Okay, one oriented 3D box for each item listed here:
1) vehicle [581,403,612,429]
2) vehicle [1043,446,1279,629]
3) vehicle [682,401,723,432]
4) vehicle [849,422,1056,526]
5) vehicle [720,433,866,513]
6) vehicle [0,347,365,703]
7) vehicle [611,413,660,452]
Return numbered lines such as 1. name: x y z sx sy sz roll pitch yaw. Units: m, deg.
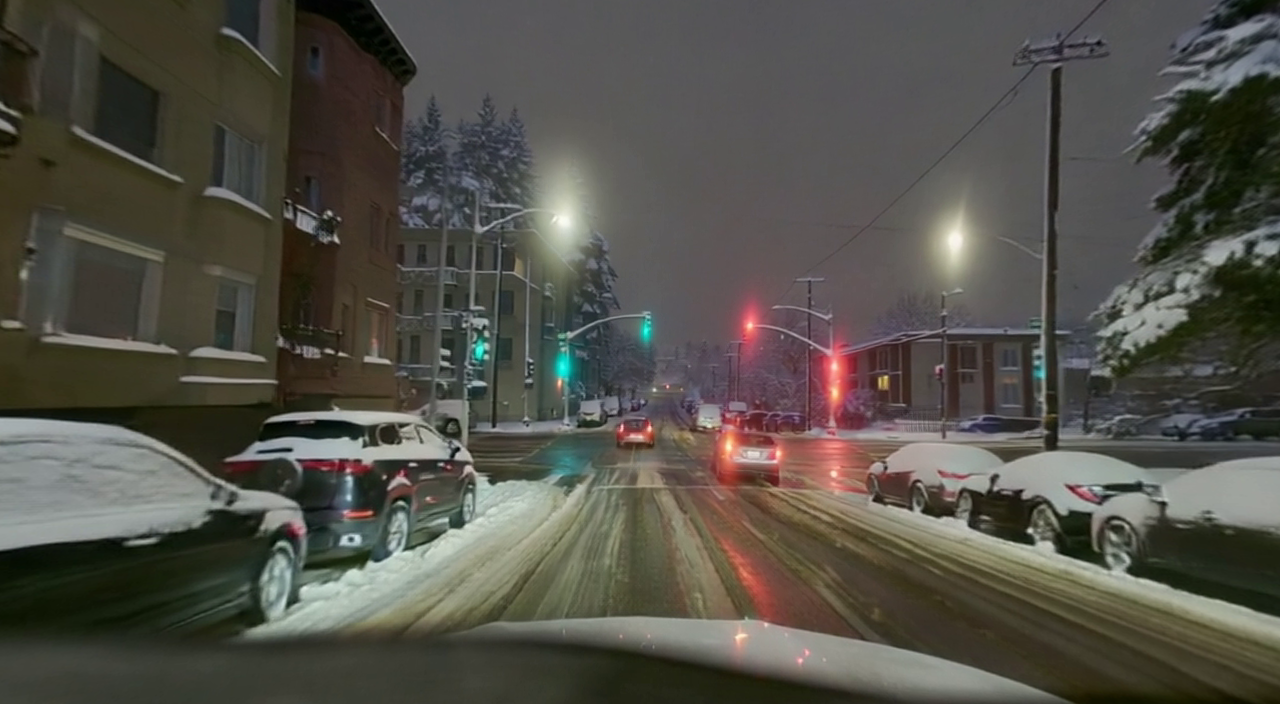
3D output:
1. vehicle: -2.828 4.267 41.485 1.878 1.521 3.697 0 -8 -1
2. vehicle: 6.112 1.588 5.735 1.962 1.438 4.440 0 -8 0
3. vehicle: 3.740 3.980 38.407 2.093 1.655 4.327 0 -8 1
4. vehicle: 6.098 2.419 13.070 1.999 1.752 4.502 0 -8 1
5. vehicle: 3.100 2.575 13.945 2.055 1.450 4.676 0 -8 0
6. vehicle: -3.496 1.005 3.548 1.922 1.704 4.398 0 -8 -1
7. vehicle: -0.149 3.364 26.791 1.923 1.460 3.923 0 -4 1
